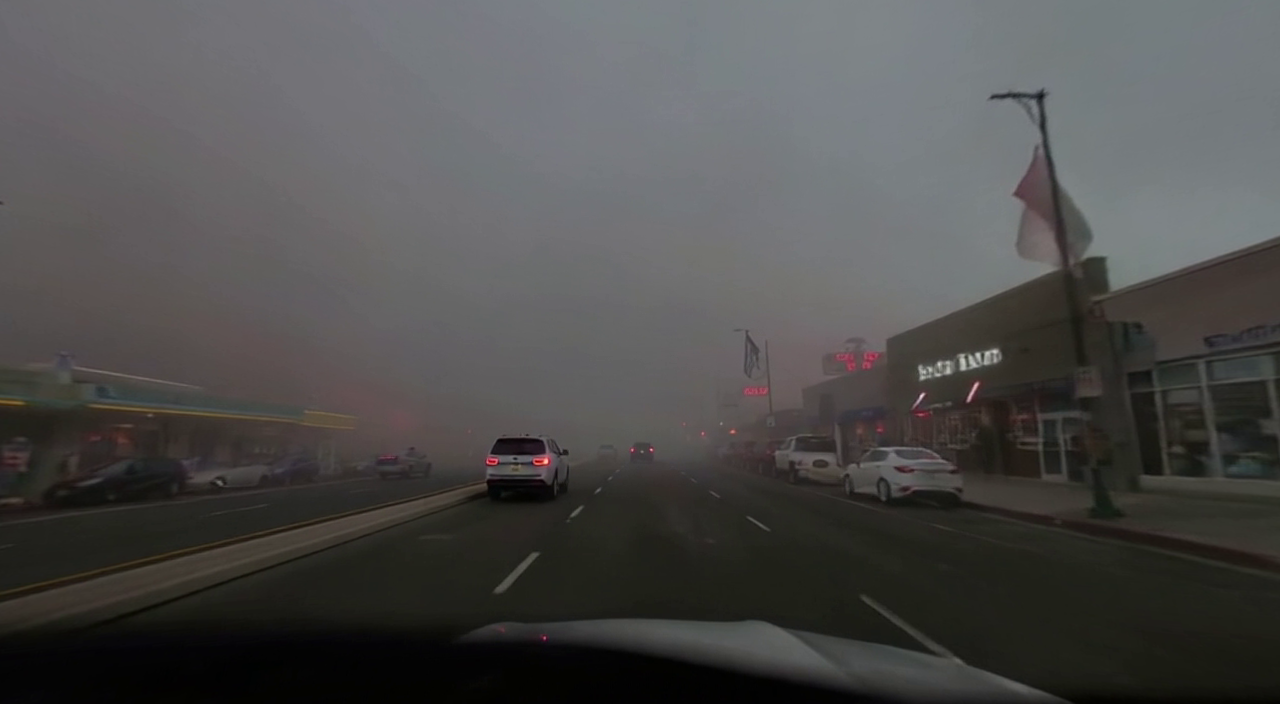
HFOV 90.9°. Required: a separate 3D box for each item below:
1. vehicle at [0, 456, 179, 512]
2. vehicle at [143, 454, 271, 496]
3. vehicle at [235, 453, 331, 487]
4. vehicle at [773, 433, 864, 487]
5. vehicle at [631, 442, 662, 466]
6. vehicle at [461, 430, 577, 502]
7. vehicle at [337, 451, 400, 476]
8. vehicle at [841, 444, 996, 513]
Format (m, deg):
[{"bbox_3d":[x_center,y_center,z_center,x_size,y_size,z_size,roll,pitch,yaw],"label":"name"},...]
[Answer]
[{"bbox_3d":[-17.328,4.083,19.997,1.788,1.475,4.737,0,-9,0],"label":"vehicle"},{"bbox_3d":[-17.247,4.890,25.432,1.800,1.470,4.548,-1,-9,2],"label":"vehicle"},{"bbox_3d":[-17.176,5.660,30.641,2.046,1.458,4.539,0,-9,0],"label":"vehicle"},{"bbox_3d":[6.765,4.160,24.627,2.005,1.858,5.253,0,-9,0],"label":"vehicle"},{"bbox_3d":[0.413,6.863,42.495,2.037,1.484,4.073,0,-9,0],"label":"vehicle"},{"bbox_3d":[-3.033,2.987,16.910,2.049,1.646,4.445,-1,-9,3],"label":"vehicle"},{"bbox_3d":[-17.114,7.051,40.002,1.894,1.458,4.565,0,-9,1],"label":"vehicle"},{"bbox_3d":[6.727,3.064,15.825,1.871,1.478,4.272,0,-9,-1],"label":"vehicle"}]
